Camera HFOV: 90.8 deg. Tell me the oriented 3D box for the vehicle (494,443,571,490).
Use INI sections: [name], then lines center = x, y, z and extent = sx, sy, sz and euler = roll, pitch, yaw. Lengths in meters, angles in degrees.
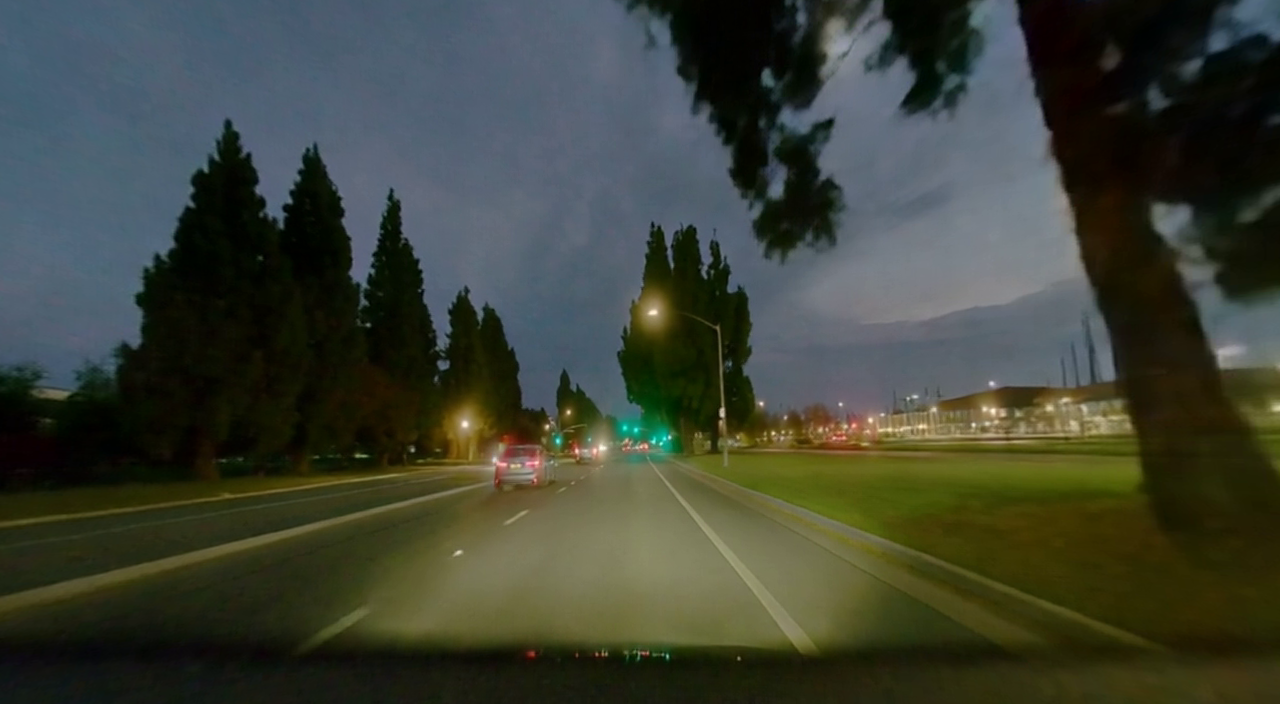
[vehicle]
center = -3.641, 3.938, 22.096
extent = 1.932, 1.431, 4.144
euler = -1, -8, 1
